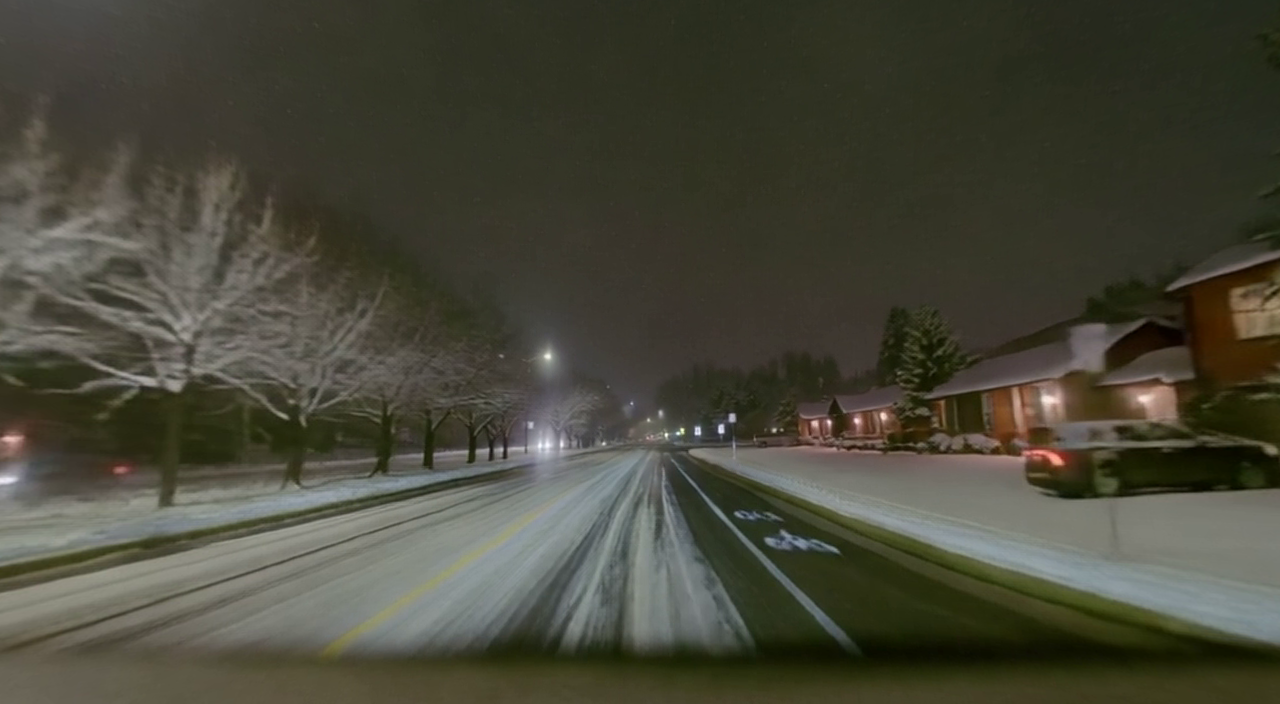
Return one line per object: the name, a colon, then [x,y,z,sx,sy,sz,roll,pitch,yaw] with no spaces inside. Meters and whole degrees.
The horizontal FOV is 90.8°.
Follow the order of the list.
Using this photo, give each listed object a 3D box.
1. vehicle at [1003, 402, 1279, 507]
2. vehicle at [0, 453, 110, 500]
vehicle: [10.140,1.946,12.482,2.199,1.661,4.495,3,-8,-31]
vehicle: [-22.275,4.453,22.836,1.989,1.477,4.760,0,-8,1]
